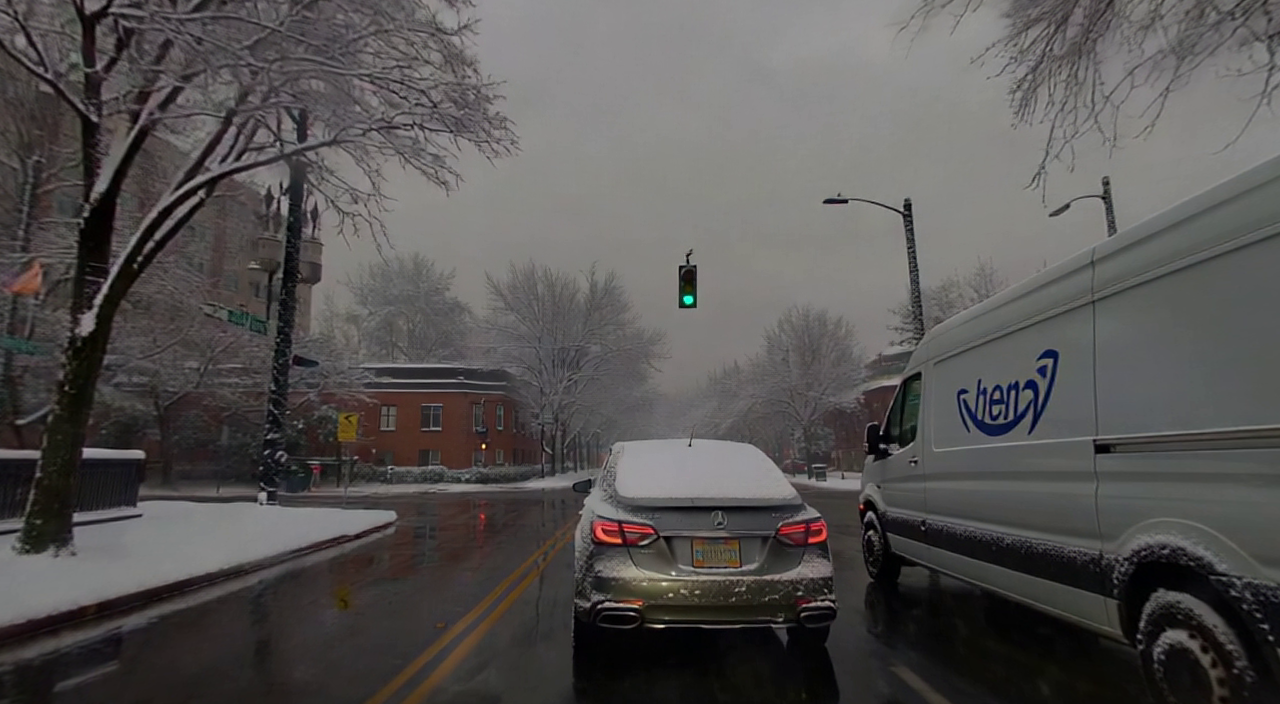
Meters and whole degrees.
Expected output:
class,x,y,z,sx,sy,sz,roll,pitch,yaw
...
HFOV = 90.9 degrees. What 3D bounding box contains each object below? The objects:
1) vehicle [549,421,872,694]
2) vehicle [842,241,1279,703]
class,x,y,z,sx,sy,sz,roll,pitch,yaw
vehicle,0.393,1.590,5.729,1.961,1.629,3.610,1,-11,-1
vehicle,2.849,0.891,2.899,2.054,1.965,5.248,1,-11,0
